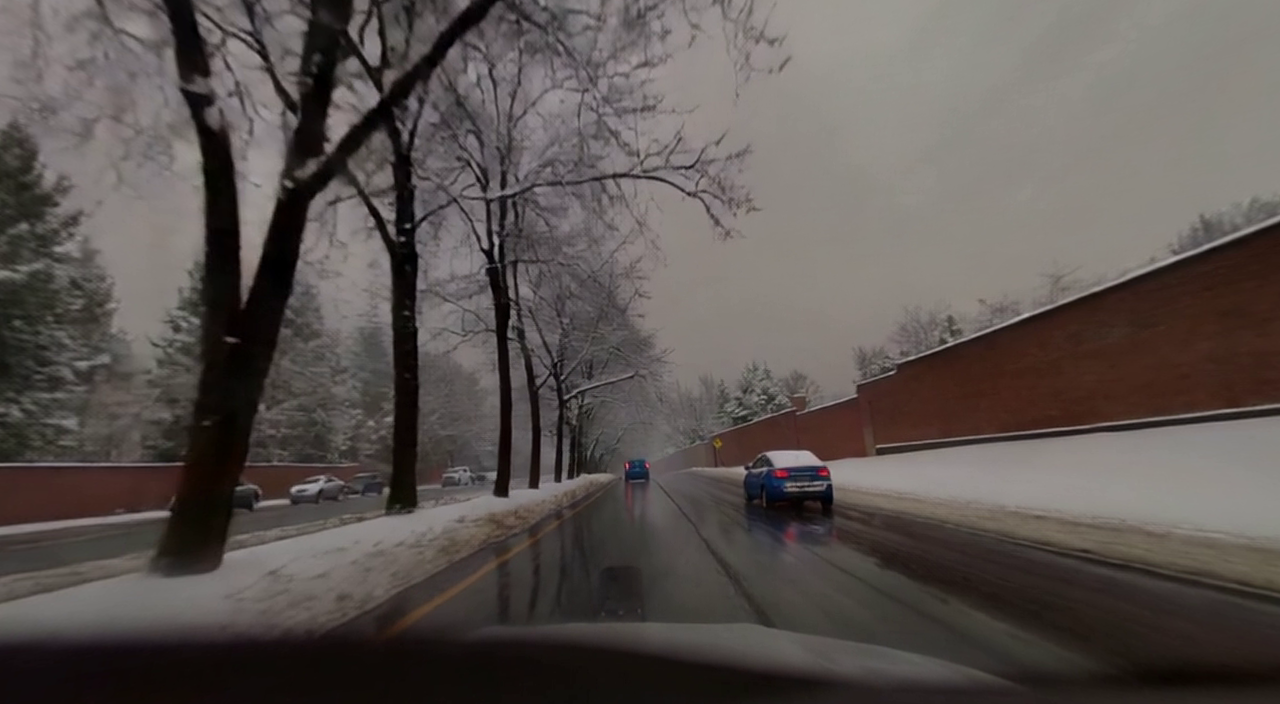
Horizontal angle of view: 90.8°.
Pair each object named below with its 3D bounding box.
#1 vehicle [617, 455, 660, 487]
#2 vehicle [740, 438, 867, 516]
[{"bbox_3d":[-0.108,7.143,37.987,2.391,1.739,3.837,-2,-10,-1],"label":"vehicle"},{"bbox_3d":[4.200,3.339,17.146,2.155,1.752,4.456,-2,-10,-1],"label":"vehicle"}]
